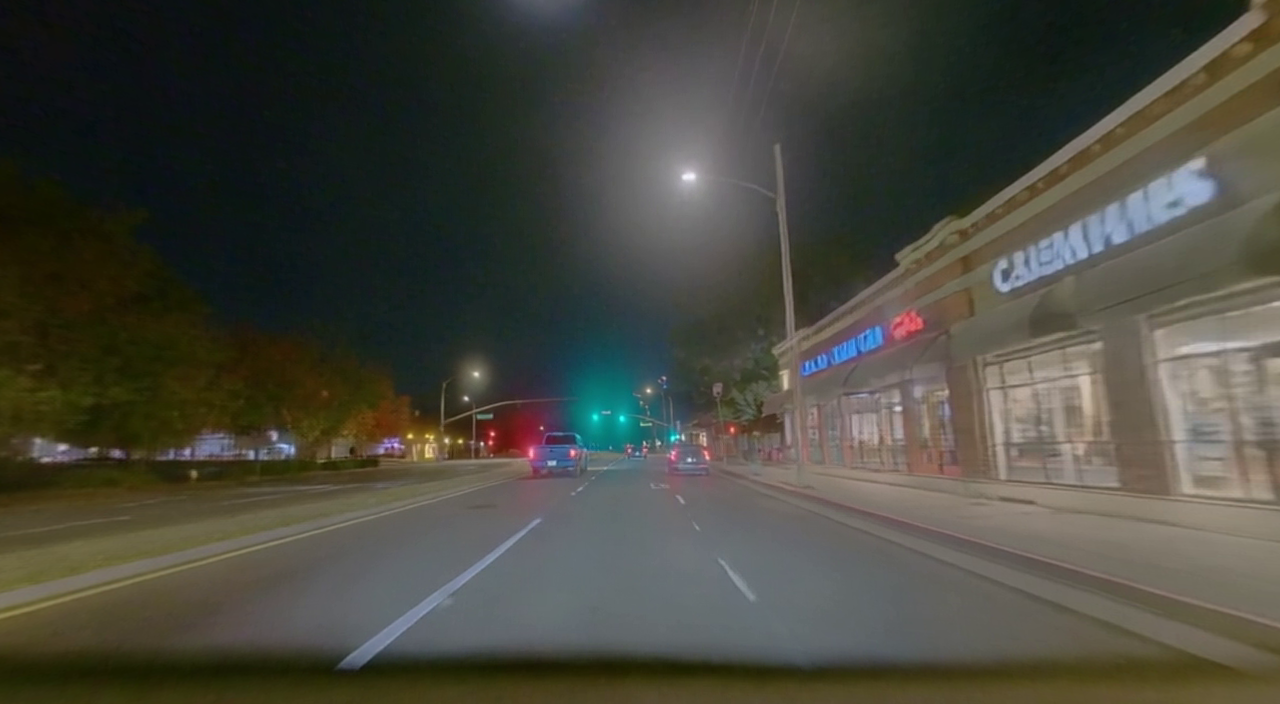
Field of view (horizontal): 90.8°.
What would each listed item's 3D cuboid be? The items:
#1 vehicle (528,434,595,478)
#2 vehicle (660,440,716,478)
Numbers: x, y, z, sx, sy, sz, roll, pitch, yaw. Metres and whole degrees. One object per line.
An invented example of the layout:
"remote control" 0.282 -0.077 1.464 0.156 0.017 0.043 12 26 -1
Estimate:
"vehicle" -3.373 4.609 28.328 2.464 1.777 5.128 0 -9 -2
"vehicle" 1.951 4.548 27.014 2.103 1.487 4.101 0 -9 0
